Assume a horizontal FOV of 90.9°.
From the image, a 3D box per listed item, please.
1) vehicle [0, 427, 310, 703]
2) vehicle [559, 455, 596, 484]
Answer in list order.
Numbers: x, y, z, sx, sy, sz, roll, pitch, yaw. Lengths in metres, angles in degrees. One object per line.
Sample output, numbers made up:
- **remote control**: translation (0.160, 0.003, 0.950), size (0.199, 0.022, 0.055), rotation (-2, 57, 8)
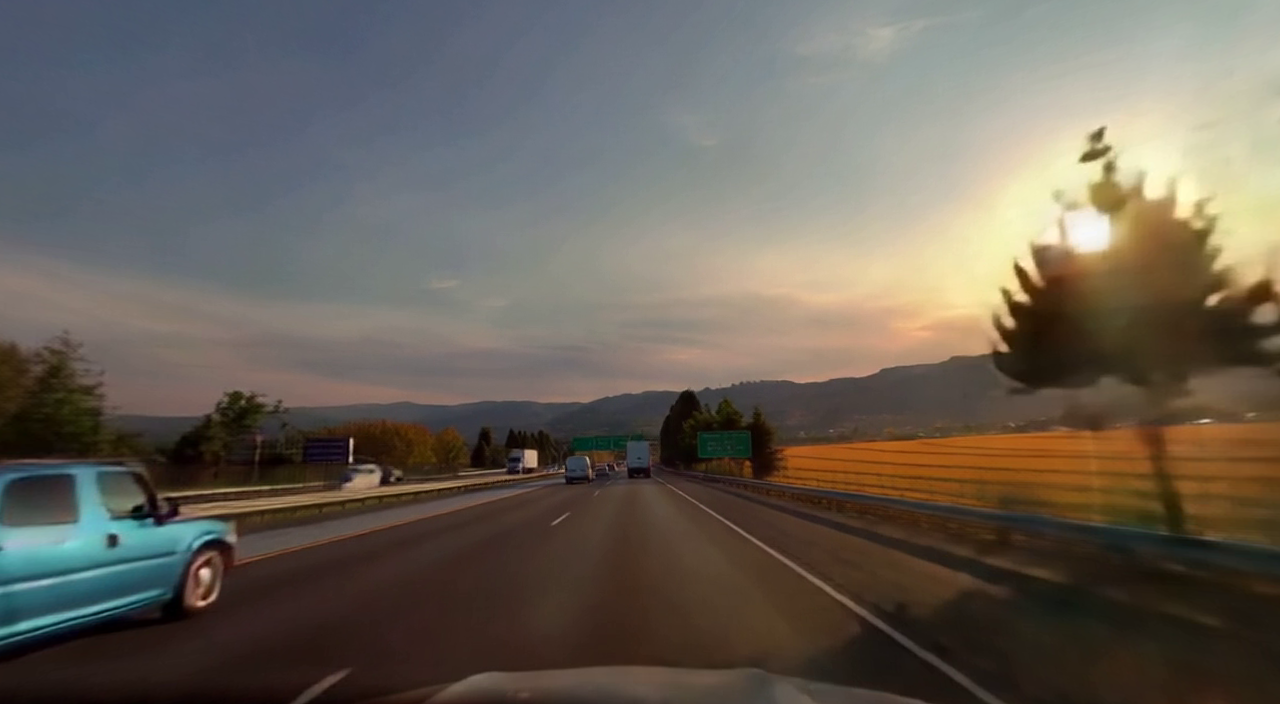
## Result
- **vehicle**: translation (-4.349, 1.237, 3.888), size (2.090, 1.462, 4.603), rotation (0, -10, 0)
- **vehicle**: translation (-4.437, 8.528, 45.668), size (2.208, 1.973, 4.716), rotation (1, -10, 0)
